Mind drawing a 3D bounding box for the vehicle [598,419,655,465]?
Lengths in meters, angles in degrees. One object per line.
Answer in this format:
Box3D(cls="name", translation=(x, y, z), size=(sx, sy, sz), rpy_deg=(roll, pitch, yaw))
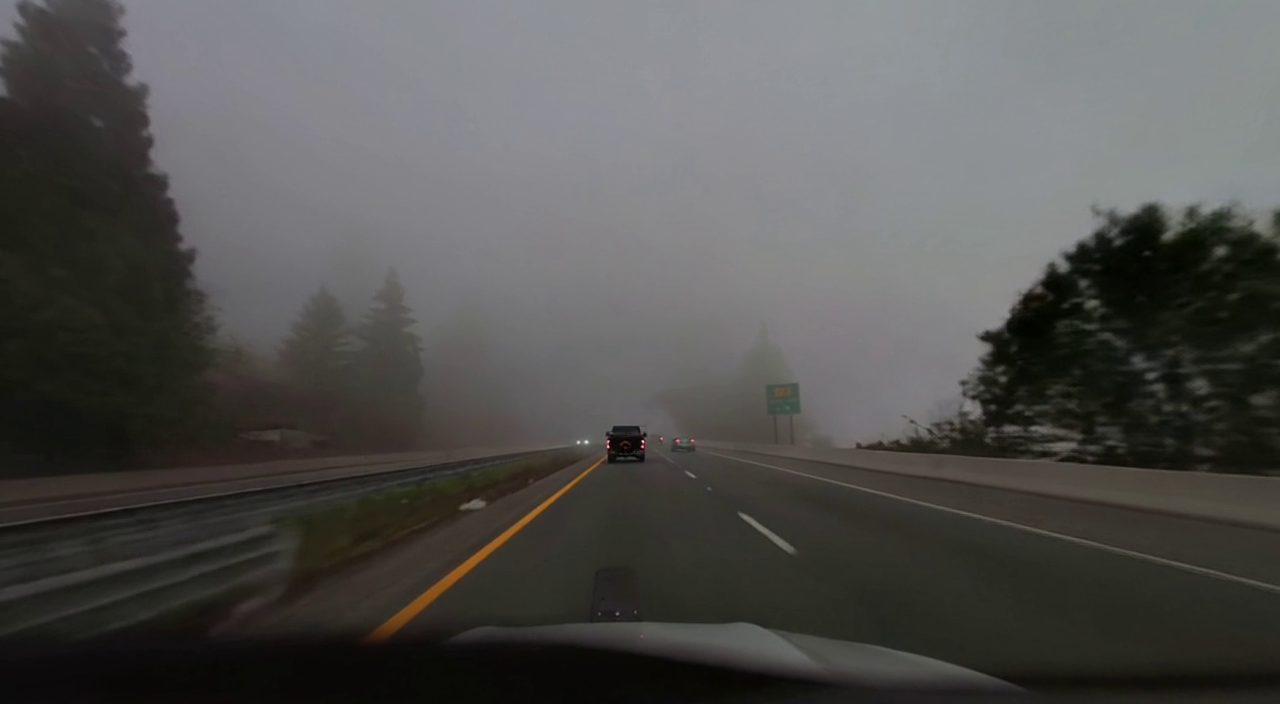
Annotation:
Box3D(cls="vehicle", translation=(-0.624, 4.305, 30.192), size=(2.503, 2.044, 4.633), rpy_deg=(0, -8, -1))
